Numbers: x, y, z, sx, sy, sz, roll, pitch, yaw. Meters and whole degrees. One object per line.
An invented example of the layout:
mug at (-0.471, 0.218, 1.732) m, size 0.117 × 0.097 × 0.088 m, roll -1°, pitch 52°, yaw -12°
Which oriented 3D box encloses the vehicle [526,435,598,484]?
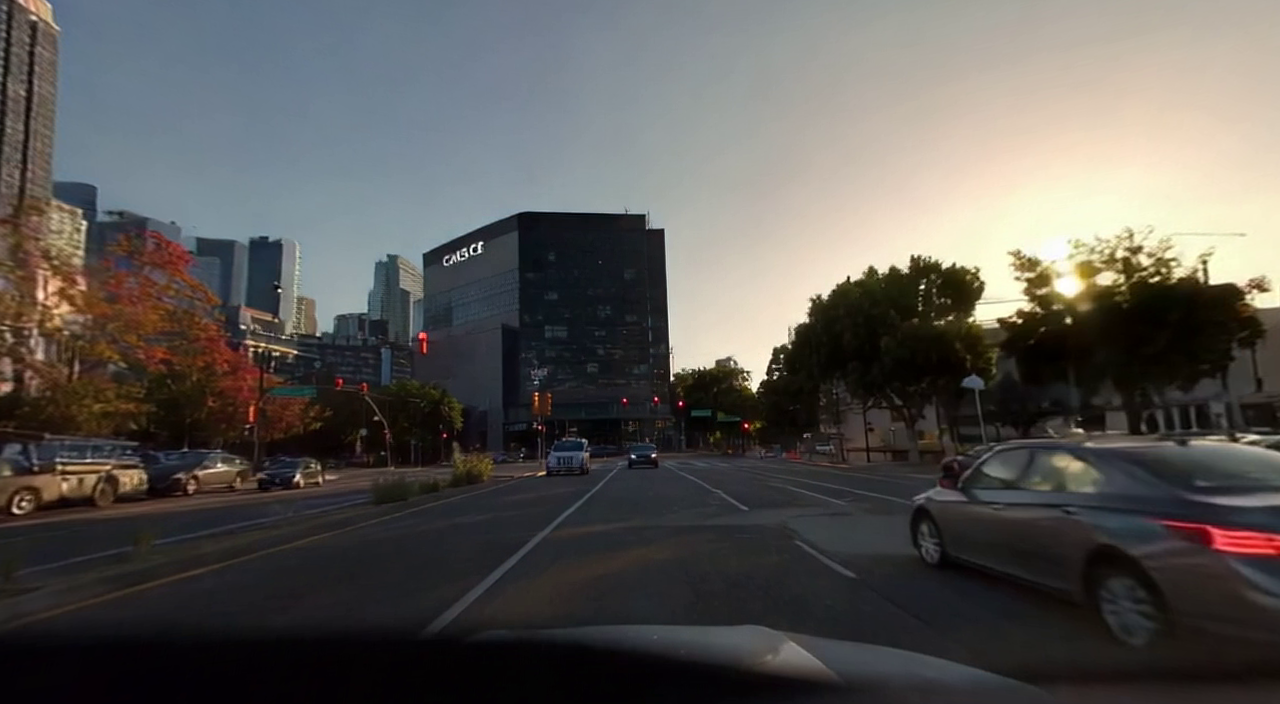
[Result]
vehicle at (-2.861, 4.077, 24.231) m, size 2.057 × 1.678 × 4.639 m, roll 0°, pitch -8°, yaw 1°

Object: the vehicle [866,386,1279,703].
vehicle at (3.746, 1.243, 4.951) m, size 2.109 × 1.510 × 4.927 m, roll 0°, pitch -8°, yaw 0°

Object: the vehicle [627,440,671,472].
vehicle at (0.421, 5.192, 31.649) m, size 2.059 × 1.477 × 3.988 m, roll 0°, pitch -8°, yaw 0°

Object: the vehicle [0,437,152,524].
vehicle at (-15.336, 3.054, 15.275) m, size 2.337 × 1.895 × 5.872 m, roll 0°, pitch -8°, yaw -1°

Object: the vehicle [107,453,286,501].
vehicle at (-14.842, 4.191, 21.294) m, size 4.481 × 1.455 × 2.068 m, roll -1°, pitch -8°, yaw 2°
